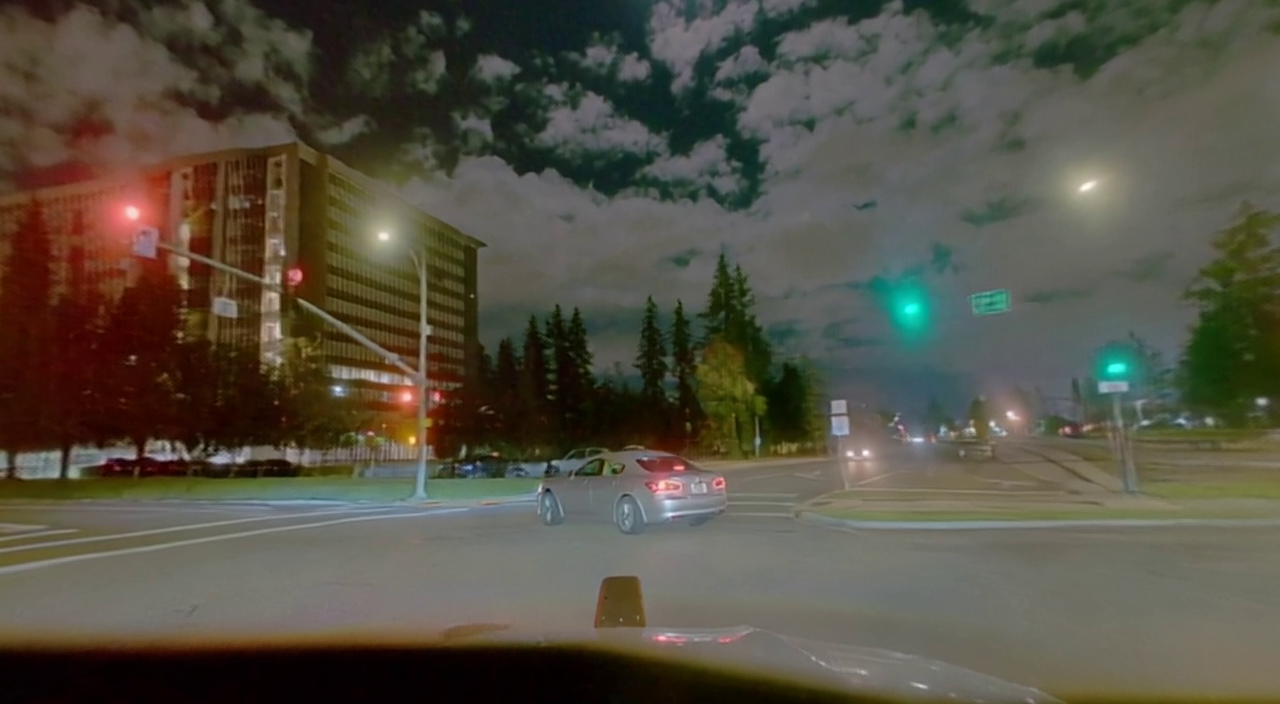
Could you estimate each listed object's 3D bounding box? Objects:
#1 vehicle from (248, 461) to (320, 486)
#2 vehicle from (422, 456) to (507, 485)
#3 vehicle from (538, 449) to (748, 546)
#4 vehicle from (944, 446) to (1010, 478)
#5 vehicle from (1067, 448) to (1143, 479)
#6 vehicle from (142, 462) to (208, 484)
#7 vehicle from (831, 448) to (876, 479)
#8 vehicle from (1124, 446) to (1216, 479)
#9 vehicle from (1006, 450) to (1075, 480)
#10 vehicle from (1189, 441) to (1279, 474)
[{"bbox_3d":[-23.116,7.890,41.161,1.709,1.410,3.945,-3,-9,16],"label":"vehicle"},{"bbox_3d":[-9.747,6.542,35.145,4.207,1.508,1.875,-3,-9,20],"label":"vehicle"},{"bbox_3d":[-0.119,2.687,12.433,1.903,1.529,4.254,7,-11,-37],"label":"vehicle"},{"bbox_3d":[16.640,5.429,31.393,1.983,1.453,4.180,-3,-9,16],"label":"vehicle"},{"bbox_3d":[21.787,5.218,29.736,1.692,1.343,3.352,-2,-9,15],"label":"vehicle"},{"bbox_3d":[-32.535,8.433,44.278,1.627,1.392,3.330,-3,-9,16],"label":"vehicle"},{"bbox_3d":[11.178,5.826,33.320,2.024,1.489,4.613,-3,-9,17],"label":"vehicle"},{"bbox_3d":[24.341,5.065,29.193,2.006,1.371,3.426,-3,-9,17],"label":"vehicle"},{"bbox_3d":[19.505,5.494,30.927,1.889,1.358,3.751,-3,-9,18],"label":"vehicle"},{"bbox_3d":[26.884,4.767,28.637,1.704,1.365,3.315,-3,-9,18],"label":"vehicle"}]
